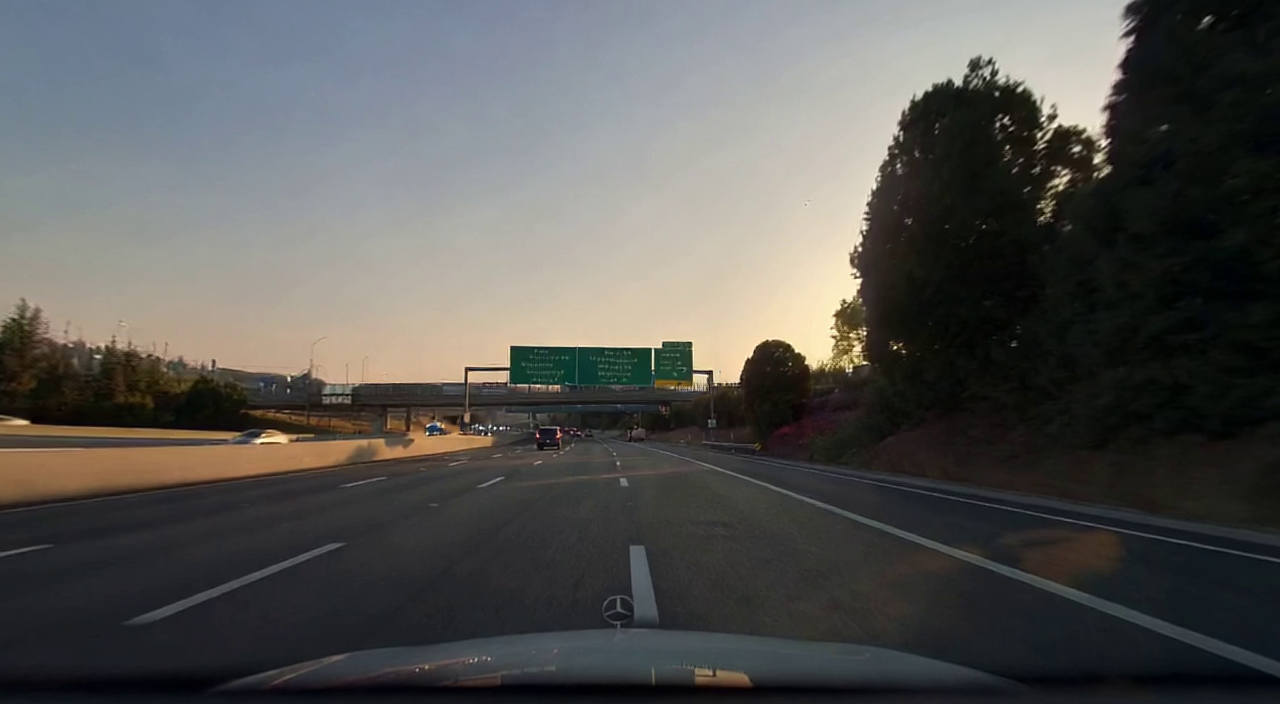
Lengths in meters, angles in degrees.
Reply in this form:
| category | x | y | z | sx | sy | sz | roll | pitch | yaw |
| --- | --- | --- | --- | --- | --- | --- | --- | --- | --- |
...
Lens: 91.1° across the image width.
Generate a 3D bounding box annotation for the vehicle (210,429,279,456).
| category | x | y | z | sx | sy | sz | roll | pitch | yaw |
| --- | --- | --- | --- | --- | --- | --- | --- | --- | --- |
| vehicle | -24.635 | 5.658 | 39.294 | 1.904 | 1.582 | 3.837 | 0 | -8 | -2 |
